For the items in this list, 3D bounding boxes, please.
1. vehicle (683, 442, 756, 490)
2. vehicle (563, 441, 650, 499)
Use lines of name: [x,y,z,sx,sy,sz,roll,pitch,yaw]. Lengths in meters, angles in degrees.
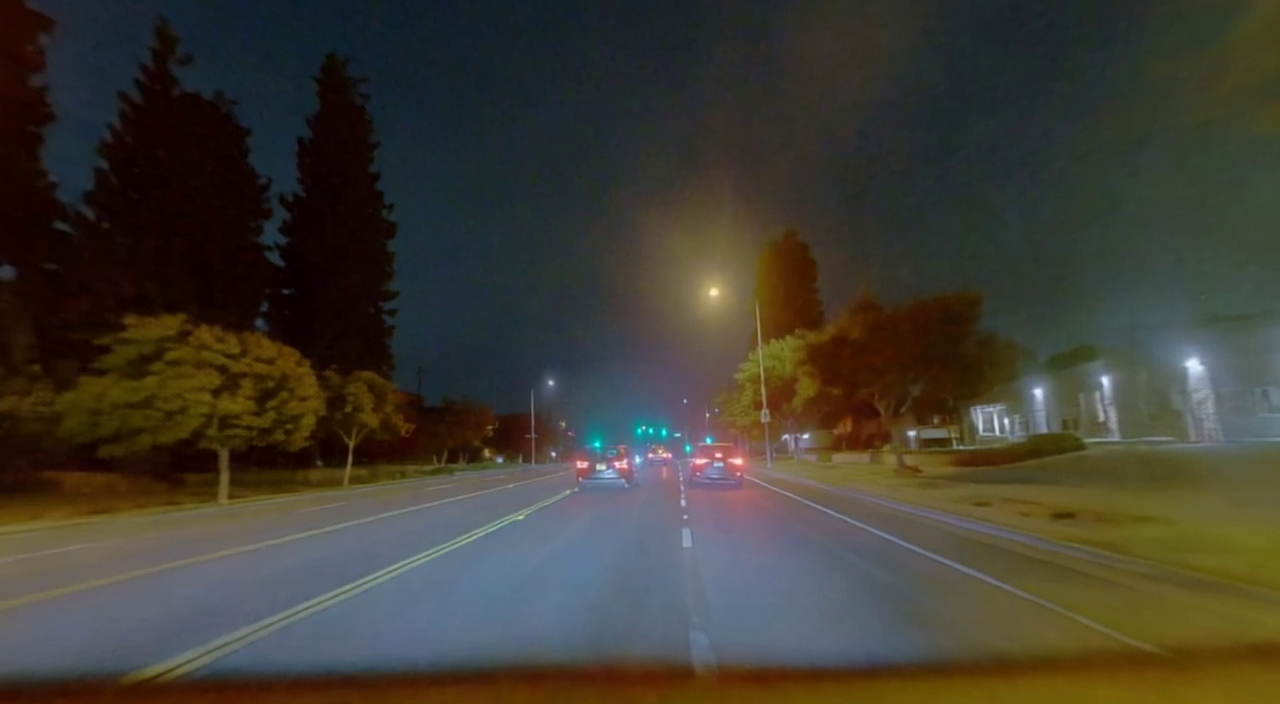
vehicle: [2.568,3.796,21.324,2.065,1.456,4.099,-1,-9,2]
vehicle: [-0.816,3.342,18.235,2.030,1.467,4.403,-1,-9,3]
